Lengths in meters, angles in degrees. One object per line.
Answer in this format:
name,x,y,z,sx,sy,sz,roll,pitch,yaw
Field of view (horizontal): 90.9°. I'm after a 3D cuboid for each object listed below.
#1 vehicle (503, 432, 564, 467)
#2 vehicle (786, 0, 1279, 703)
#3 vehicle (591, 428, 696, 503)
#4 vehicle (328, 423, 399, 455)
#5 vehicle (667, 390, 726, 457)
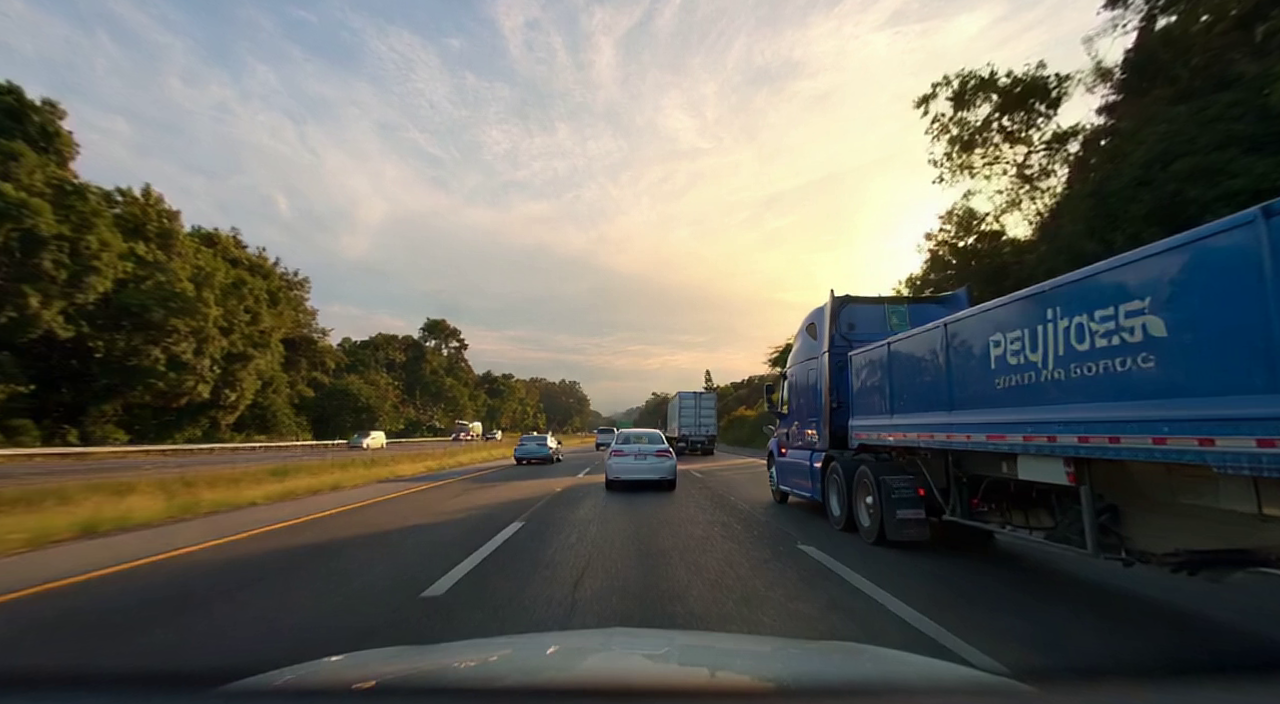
vehicle,-4.666,4.322,28.326,1.983,1.434,4.451,0,-8,0
vehicle,4.142,-0.140,4.225,2.816,4.070,14.136,0,-8,-1
vehicle,0.021,2.440,14.062,2.021,1.435,3.611,0,-8,-2
vehicle,-19.268,6.074,44.235,2.338,2.020,5.417,0,-7,2
vehicle,3.701,5.237,45.237,2.869,4.067,13.731,0,-8,-1
